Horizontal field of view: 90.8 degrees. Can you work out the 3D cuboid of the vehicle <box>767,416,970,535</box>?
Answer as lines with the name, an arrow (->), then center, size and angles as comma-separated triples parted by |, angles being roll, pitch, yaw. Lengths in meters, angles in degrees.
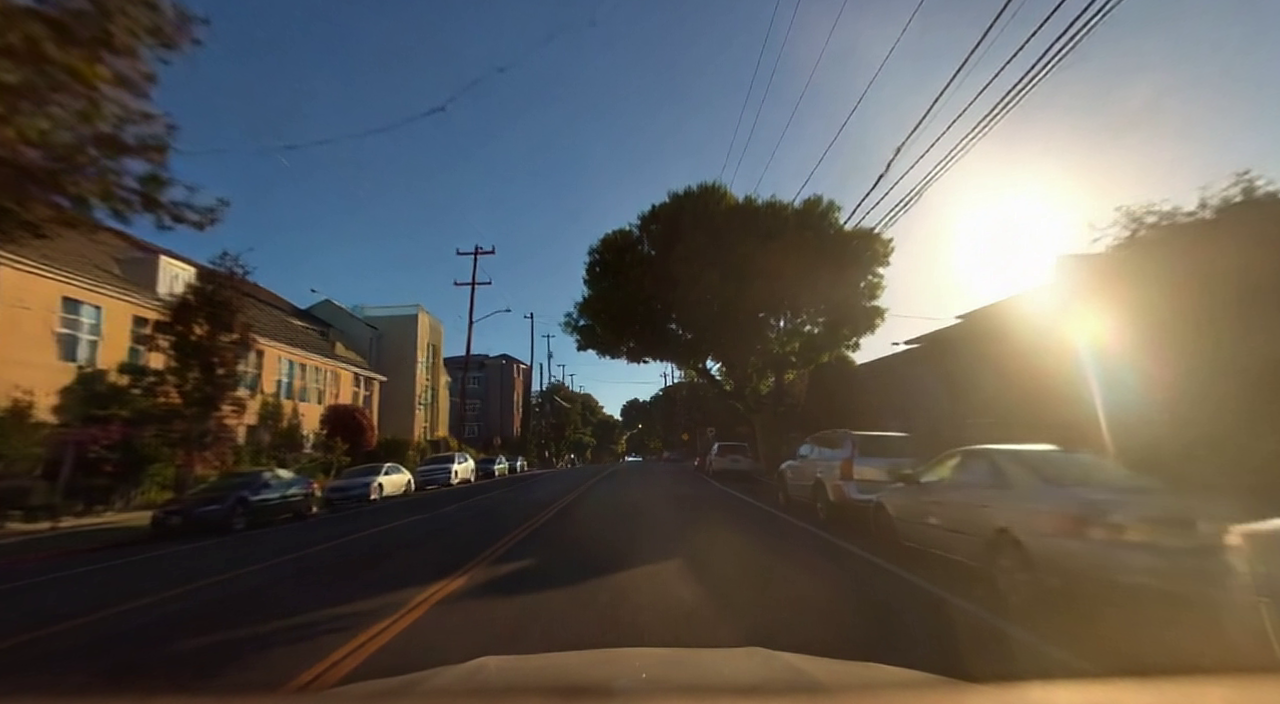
vehicle -> 3.982, 2.246, 12.059 | 2.040, 1.801, 4.569 | 0, -8, -1

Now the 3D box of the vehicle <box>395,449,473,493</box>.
vehicle -> -9.104, 5.252, 28.290 | 2.051, 1.657, 4.322 | -3, -9, -1

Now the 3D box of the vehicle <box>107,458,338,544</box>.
vehicle -> -9.142, 3.259, 14.490 | 2.208, 1.508, 4.590 | 0, -9, -1

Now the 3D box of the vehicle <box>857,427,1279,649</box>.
vehicle -> 4.015, 1.596, 6.544 | 1.875, 1.495, 4.242 | 0, -9, -2

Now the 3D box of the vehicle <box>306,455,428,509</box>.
vehicle -> -8.950, 4.260, 21.228 | 1.948, 1.508, 4.656 | -1, -9, 1

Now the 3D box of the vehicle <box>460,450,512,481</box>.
vehicle -> -9.052, 6.676, 37.381 | 1.884, 1.526, 4.061 | -5, -9, 1

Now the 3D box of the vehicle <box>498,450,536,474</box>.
vehicle -> -8.953, 8.051, 46.308 | 2.000, 1.495, 4.687 | -3, -8, -2

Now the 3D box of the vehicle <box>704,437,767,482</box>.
vehicle -> 3.967, 4.537, 26.954 | 2.155, 1.747, 4.311 | -1, -9, 2

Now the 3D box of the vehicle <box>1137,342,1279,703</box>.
vehicle -> 3.751, 0.580, 0.823 | 2.225, 1.759, 4.817 | 0, -9, 0
